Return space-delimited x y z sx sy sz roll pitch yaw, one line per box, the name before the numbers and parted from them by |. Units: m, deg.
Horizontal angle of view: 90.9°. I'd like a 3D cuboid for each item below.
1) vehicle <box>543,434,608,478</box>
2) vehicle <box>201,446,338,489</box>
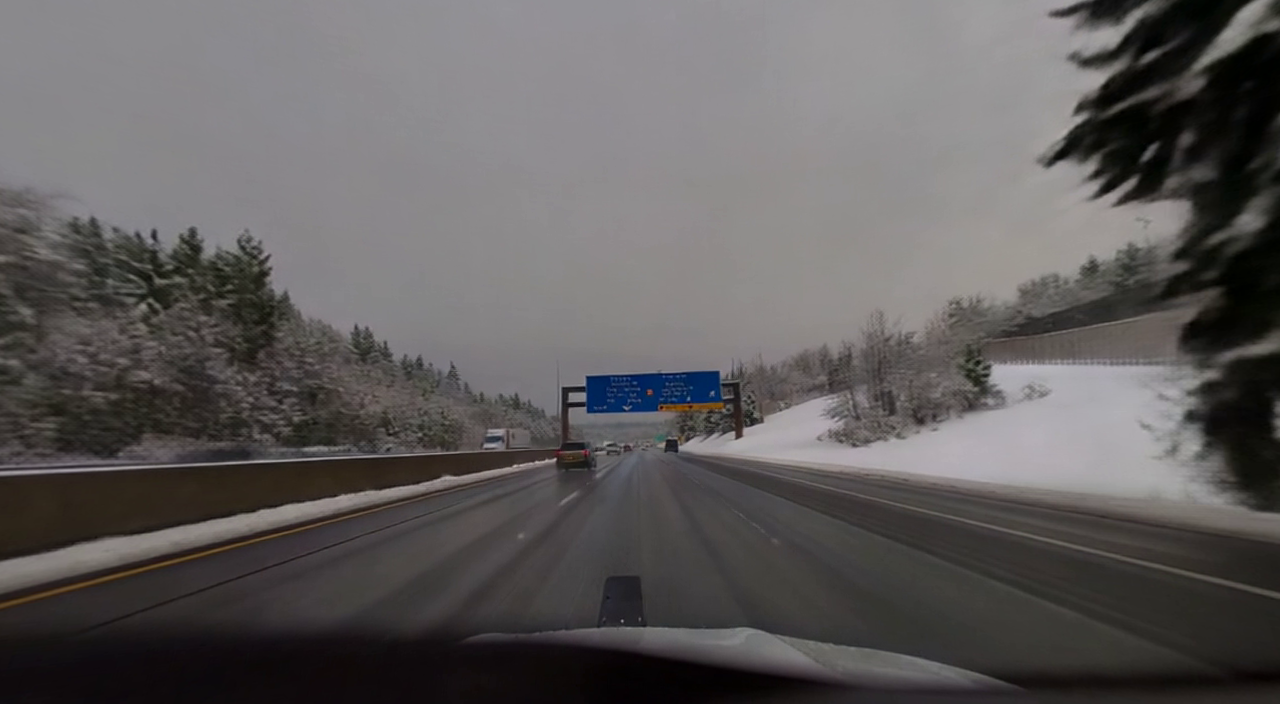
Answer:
vehicle | -2.578 4.317 26.295 2.183 1.662 3.968 0 -9 1
vehicle | -15.575 4.855 27.082 1.988 1.630 6.400 0 -9 0
